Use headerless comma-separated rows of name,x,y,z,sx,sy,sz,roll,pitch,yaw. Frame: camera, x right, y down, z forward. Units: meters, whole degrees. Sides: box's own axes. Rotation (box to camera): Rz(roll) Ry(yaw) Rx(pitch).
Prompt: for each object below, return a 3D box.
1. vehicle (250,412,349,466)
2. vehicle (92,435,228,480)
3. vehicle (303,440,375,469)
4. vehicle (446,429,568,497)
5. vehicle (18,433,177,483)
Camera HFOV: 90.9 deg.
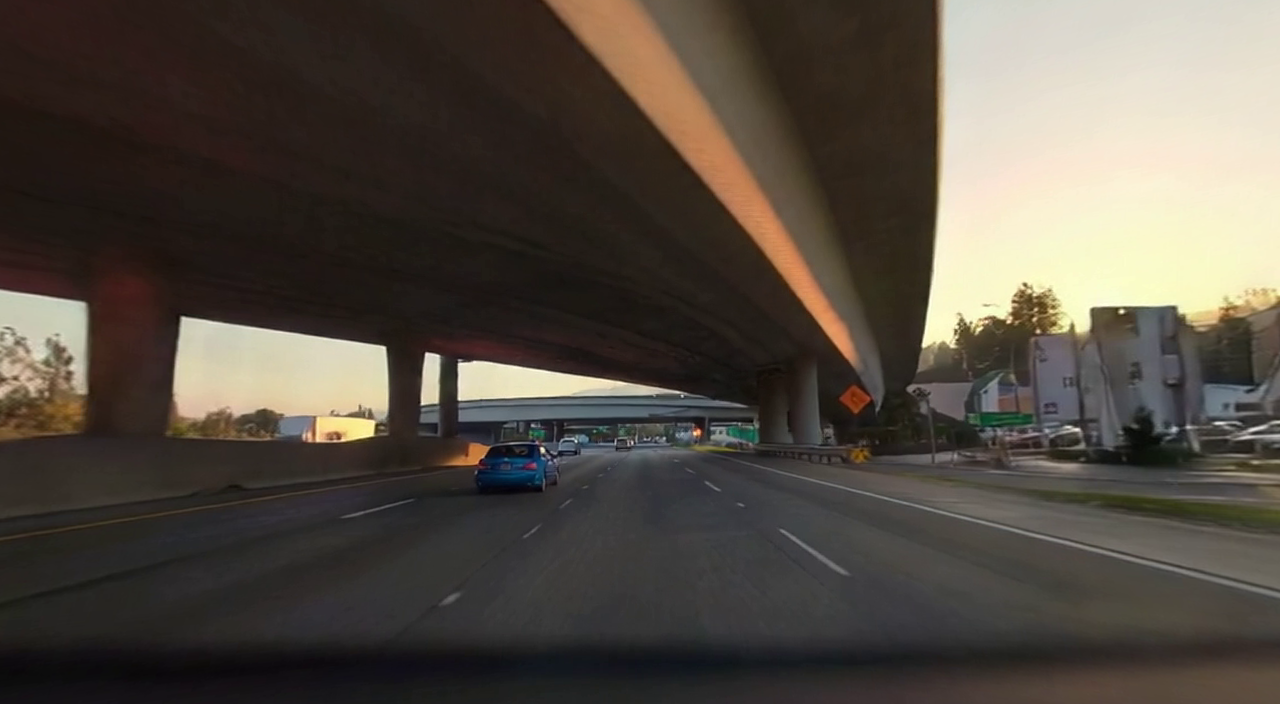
vehicle,-24.324,6.333,45.610,2.786,3.517,7.464,0,-8,1
vehicle,-20.382,4.483,27.129,2.045,1.748,4.757,0,-8,1
vehicle,-16.751,5.708,35.341,1.857,1.481,4.317,0,-8,1
vehicle,-3.373,2.942,17.154,2.144,1.565,4.951,0,-8,1
vehicle,-24.074,4.725,28.391,2.198,2.010,5.484,0,-8,1
